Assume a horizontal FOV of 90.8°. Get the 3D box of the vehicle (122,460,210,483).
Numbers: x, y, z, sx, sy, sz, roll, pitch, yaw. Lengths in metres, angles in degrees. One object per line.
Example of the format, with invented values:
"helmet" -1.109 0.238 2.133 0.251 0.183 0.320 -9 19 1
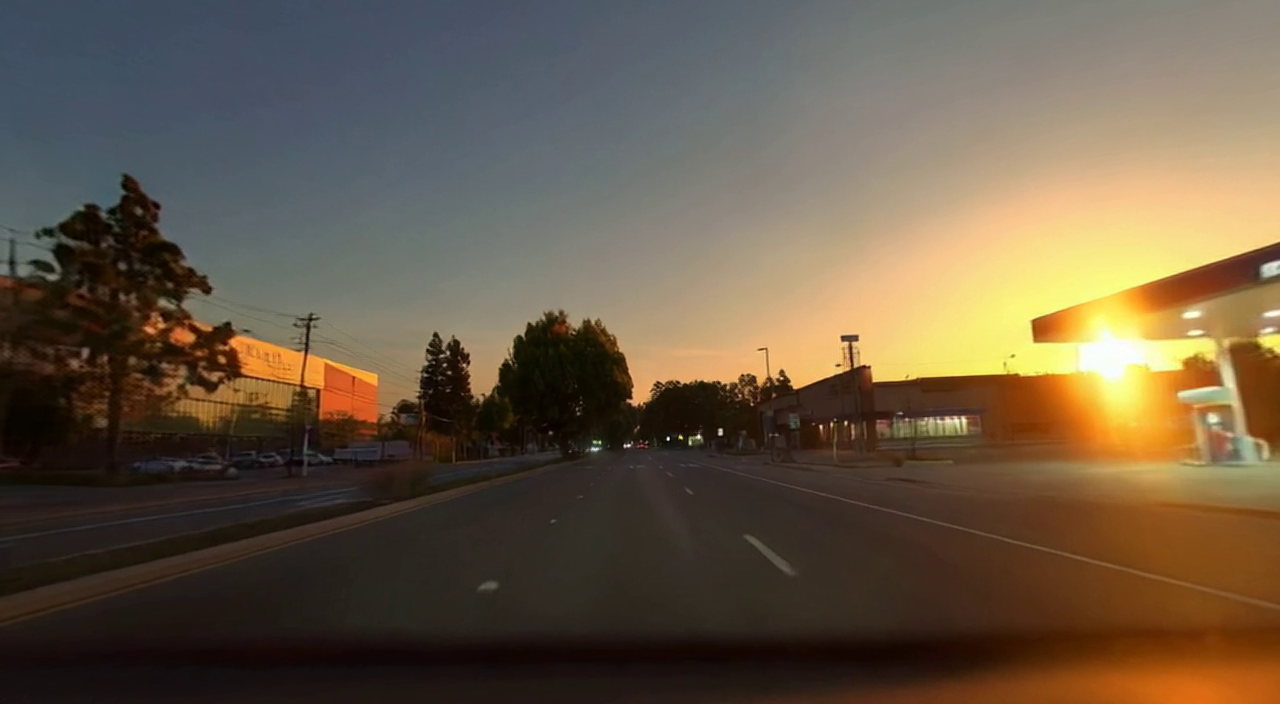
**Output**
"vehicle" -33.437 8.446 44.653 4.683 1.495 2.052 -1 -9 5
